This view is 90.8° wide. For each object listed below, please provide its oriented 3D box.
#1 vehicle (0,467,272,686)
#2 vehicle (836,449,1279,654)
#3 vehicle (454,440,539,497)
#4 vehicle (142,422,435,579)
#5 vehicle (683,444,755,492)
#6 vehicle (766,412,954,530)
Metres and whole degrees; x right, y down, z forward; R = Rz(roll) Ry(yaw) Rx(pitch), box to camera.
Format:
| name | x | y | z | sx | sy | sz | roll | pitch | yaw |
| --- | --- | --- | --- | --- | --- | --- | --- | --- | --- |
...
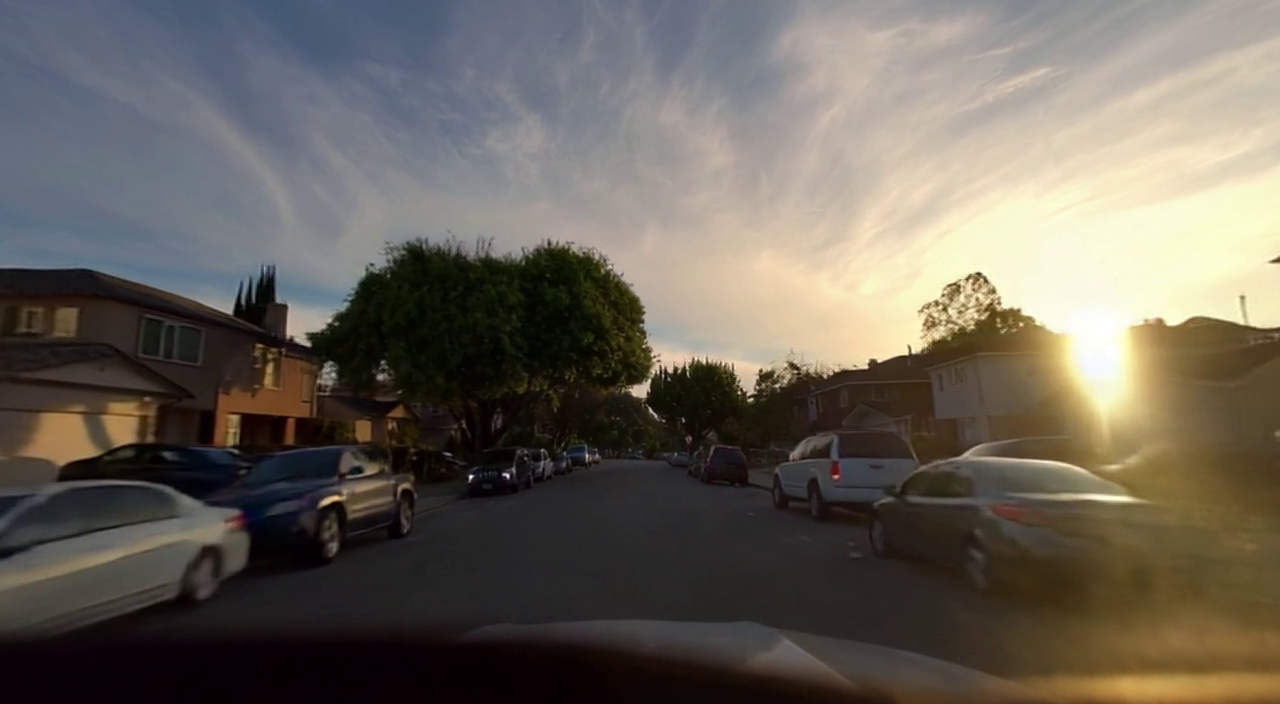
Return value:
| name | x | y | z | sx | sy | sz | roll | pitch | yaw |
| --- | --- | --- | --- | --- | --- | --- | --- | --- | --- |
| vehicle | -5.025 | 1.649 | 5.000 | 1.690 | 1.316 | 4.249 | 0 | -9 | -1 |
| vehicle | 4.163 | 1.933 | 7.482 | 1.850 | 1.516 | 5.066 | 0 | -8 | -3 |
| vehicle | -5.020 | 4.165 | 22.722 | 2.035 | 1.822 | 4.348 | 0 | -10 | 0 |
| vehicle | -5.067 | 2.227 | 10.209 | 2.022 | 1.822 | 5.002 | -1 | -10 | -3 |
| vehicle | 3.534 | 5.333 | 29.623 | 2.415 | 1.963 | 5.688 | 0 | -8 | -2 |
| vehicle | 4.921 | 2.786 | 15.361 | 2.384 | 2.317 | 5.579 | 0 | -9 | -1 |
